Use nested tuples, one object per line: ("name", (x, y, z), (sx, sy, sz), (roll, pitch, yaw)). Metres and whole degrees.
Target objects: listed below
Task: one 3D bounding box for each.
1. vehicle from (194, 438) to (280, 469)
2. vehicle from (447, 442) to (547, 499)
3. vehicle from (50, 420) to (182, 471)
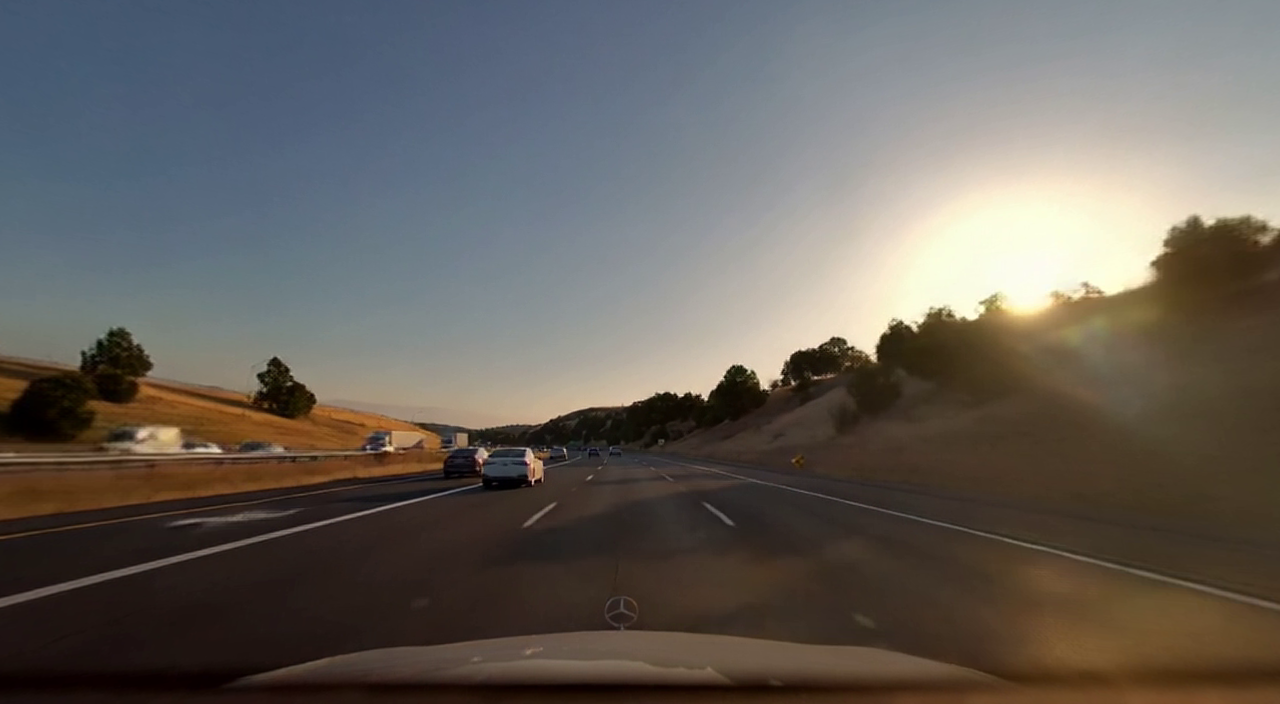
("vehicle", (-25.149, 6.354, 39.691), (2.213, 1.784, 4.993), (0, -9, -1))
("vehicle", (-4.224, 3.579, 19.470), (2.073, 1.516, 4.478), (0, -9, 0))
("vehicle", (-28.821, 5.222, 35.137), (2.237, 2.591, 5.886), (0, -9, -1))
